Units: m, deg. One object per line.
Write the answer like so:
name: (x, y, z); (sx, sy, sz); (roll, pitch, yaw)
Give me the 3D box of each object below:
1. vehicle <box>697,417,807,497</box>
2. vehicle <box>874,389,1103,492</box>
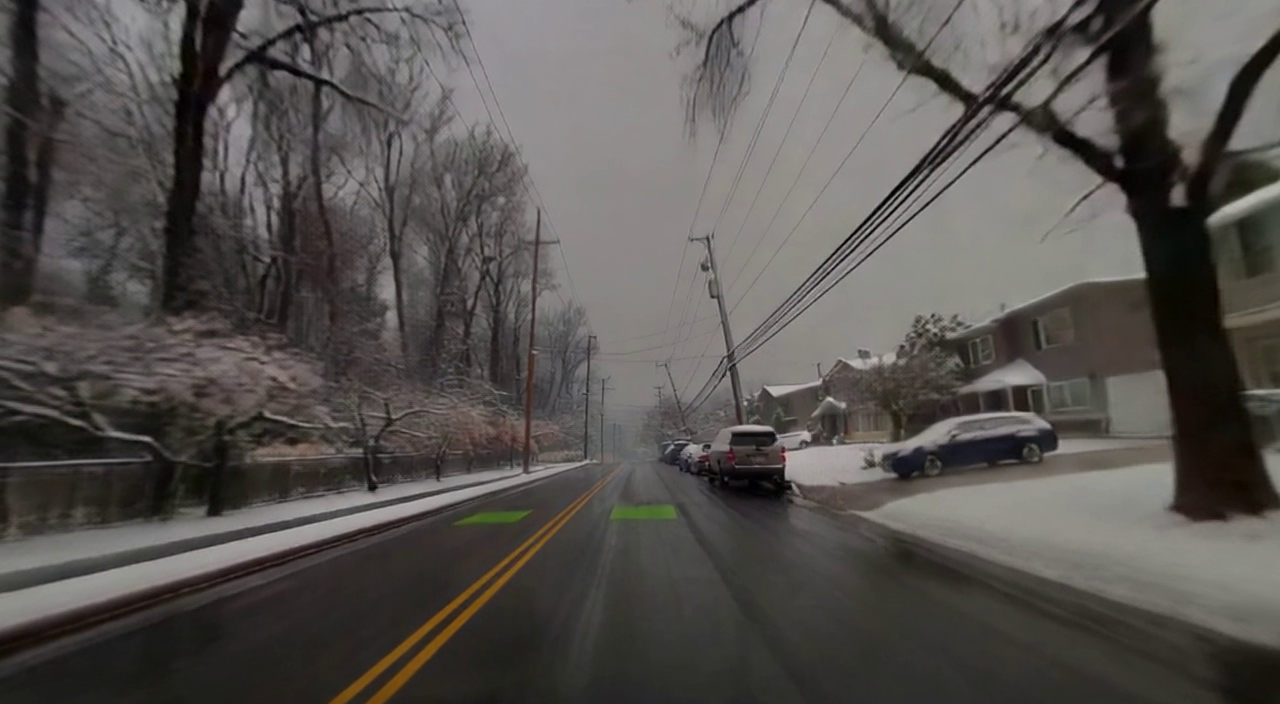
vehicle: (3.202, 3.187, 19.466); (2.347, 2.070, 5.735); (0, -9, 0)
vehicle: (8.650, 2.239, 16.031); (4.418, 1.648, 2.017); (-10, -9, -2)
